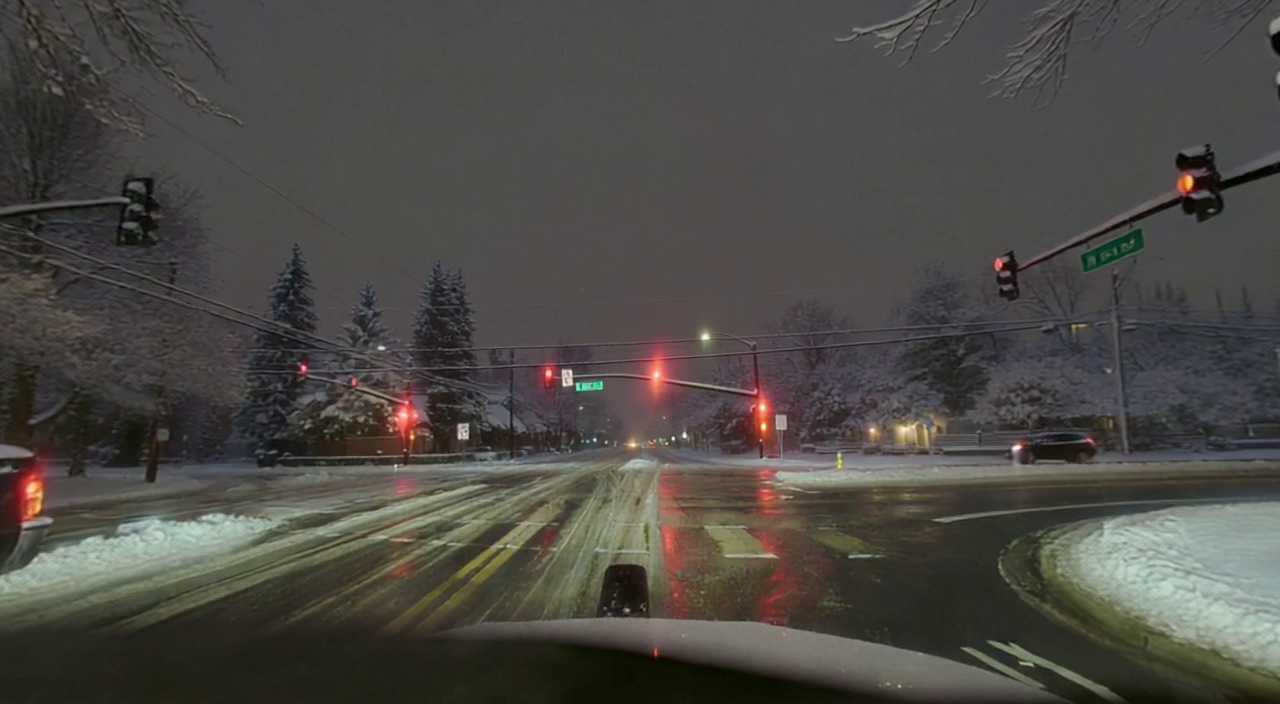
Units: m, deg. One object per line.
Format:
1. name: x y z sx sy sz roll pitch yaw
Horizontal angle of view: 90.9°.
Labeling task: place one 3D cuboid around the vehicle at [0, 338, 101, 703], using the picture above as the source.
1. vehicle: -3.265 0.528 0.407 1.954 1.689 4.347 0 -8 0

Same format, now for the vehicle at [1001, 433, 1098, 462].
1. vehicle: 21.587 5.060 33.394 3.952 1.468 1.768 -4 -9 22
